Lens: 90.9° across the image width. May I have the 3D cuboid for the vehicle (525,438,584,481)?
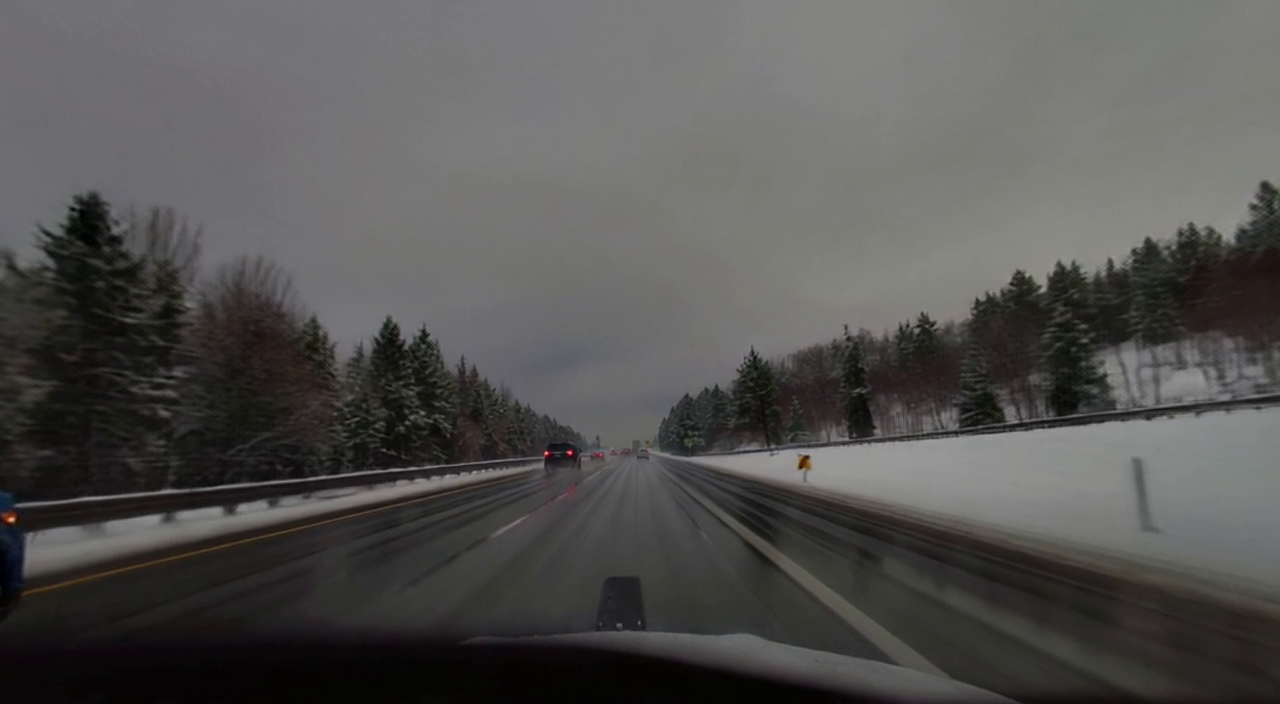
[{"bbox_3d":[-3.876,4.949,29.315,2.056,1.811,4.202,0,-9,1],"label":"vehicle"}]
